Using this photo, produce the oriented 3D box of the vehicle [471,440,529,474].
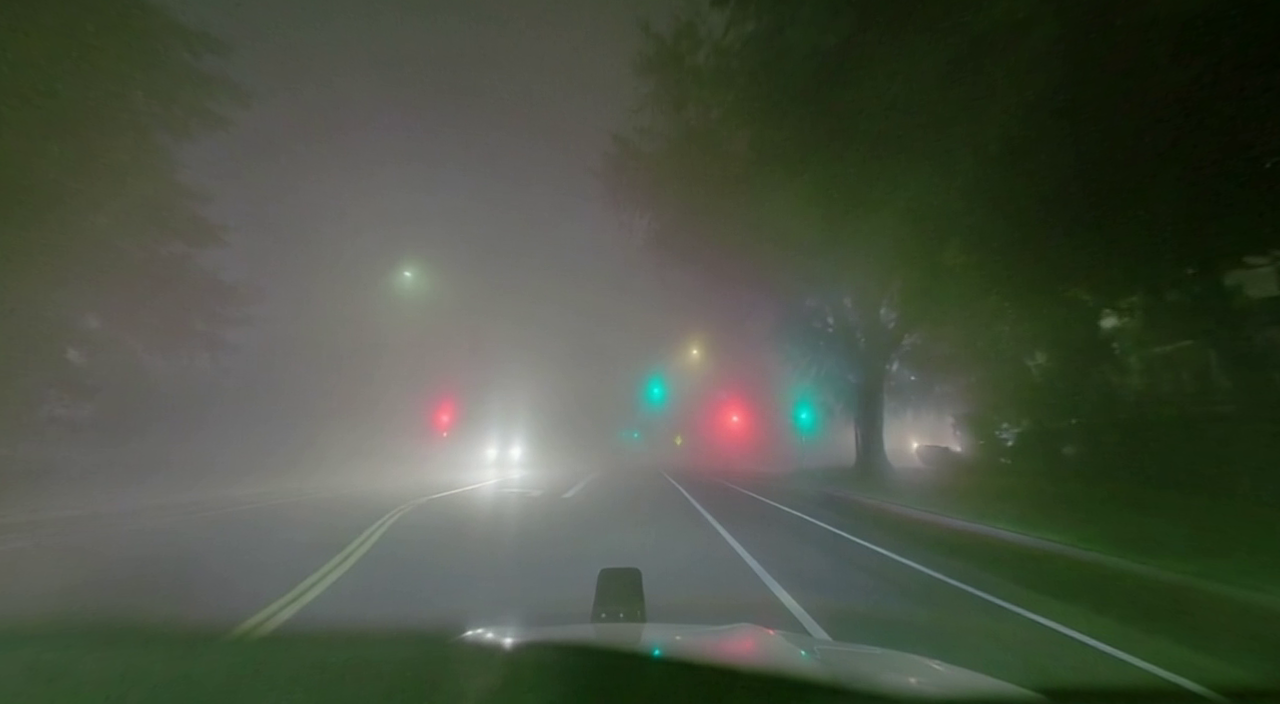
[{"bbox_3d":[-7.561,5.695,34.485,2.091,1.727,4.413,0,-8,1],"label":"vehicle"}]
